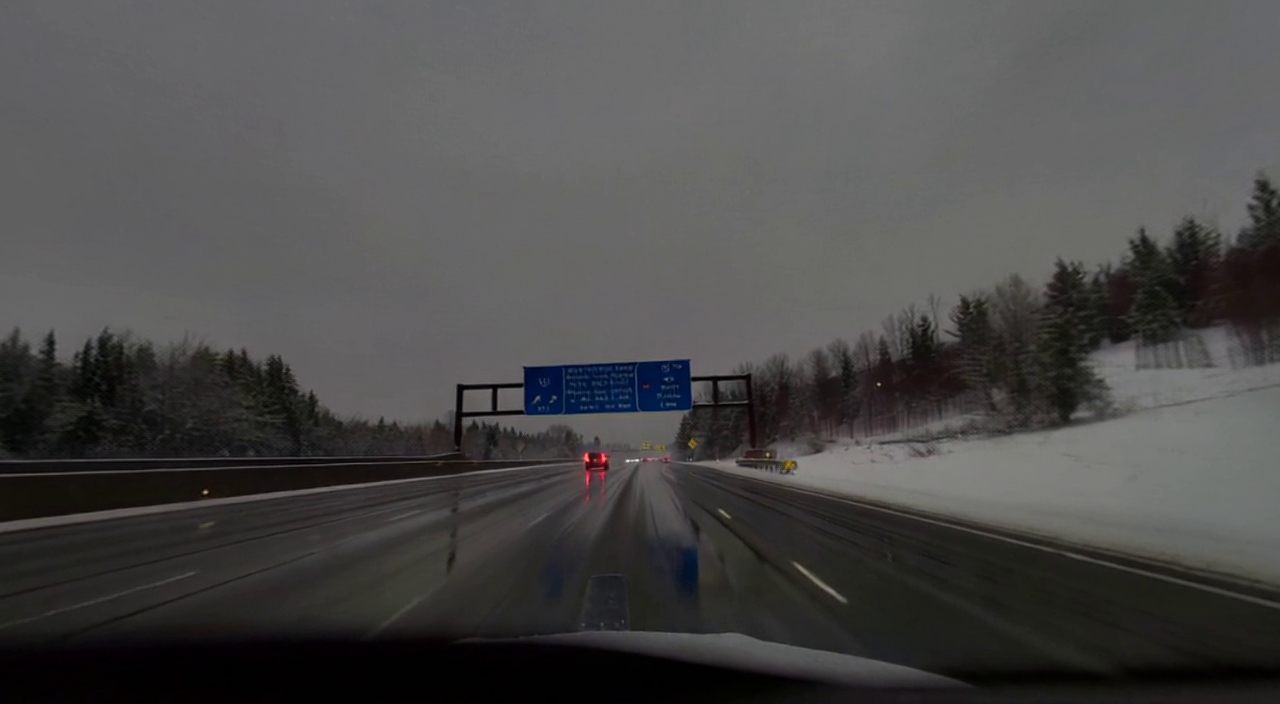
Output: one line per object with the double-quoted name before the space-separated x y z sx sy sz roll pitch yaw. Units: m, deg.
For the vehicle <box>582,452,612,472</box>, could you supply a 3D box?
"vehicle" -3.321 8.645 49.639 2.041 1.512 3.996 0 -9 0
